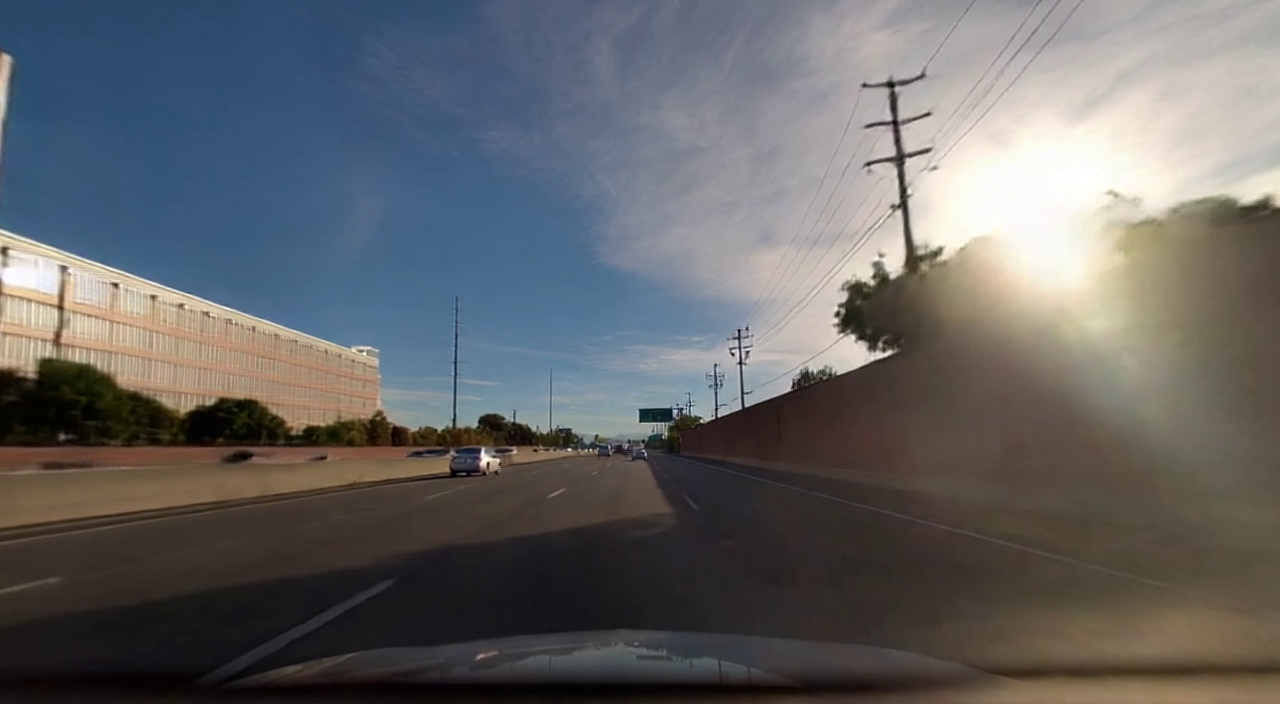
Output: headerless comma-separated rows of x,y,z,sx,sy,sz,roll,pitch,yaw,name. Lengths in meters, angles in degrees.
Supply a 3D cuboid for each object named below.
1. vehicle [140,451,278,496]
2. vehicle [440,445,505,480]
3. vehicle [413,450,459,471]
-15.743,4.431,23.455,1.918,1.449,4.543,0,-9,0,vehicle
-7.930,5.244,30.281,2.013,1.574,3.923,0,-9,0,vehicle
-14.916,7.922,46.392,1.820,1.451,4.431,0,-9,1,vehicle
